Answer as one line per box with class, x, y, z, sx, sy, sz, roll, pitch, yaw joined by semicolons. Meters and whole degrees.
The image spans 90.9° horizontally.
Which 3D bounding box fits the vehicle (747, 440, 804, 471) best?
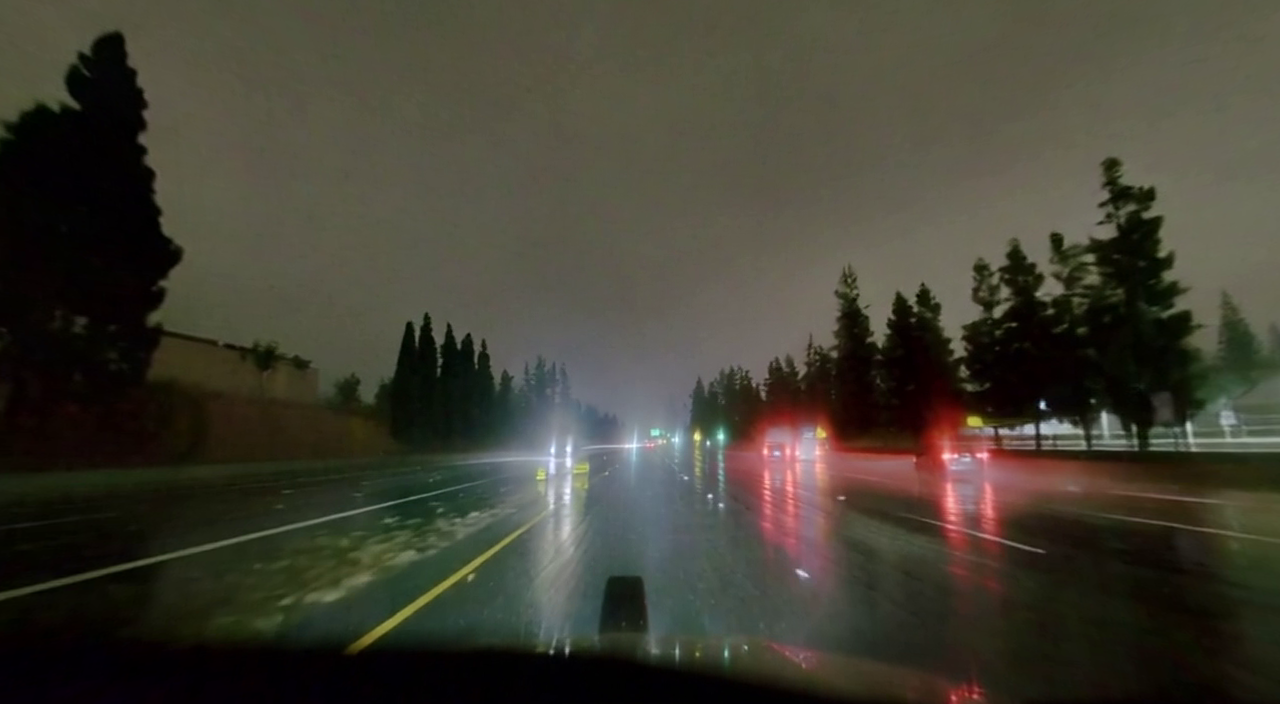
vehicle;7.065;5.420;33.246;2.025;1.484;4.208;0;-8;-1
